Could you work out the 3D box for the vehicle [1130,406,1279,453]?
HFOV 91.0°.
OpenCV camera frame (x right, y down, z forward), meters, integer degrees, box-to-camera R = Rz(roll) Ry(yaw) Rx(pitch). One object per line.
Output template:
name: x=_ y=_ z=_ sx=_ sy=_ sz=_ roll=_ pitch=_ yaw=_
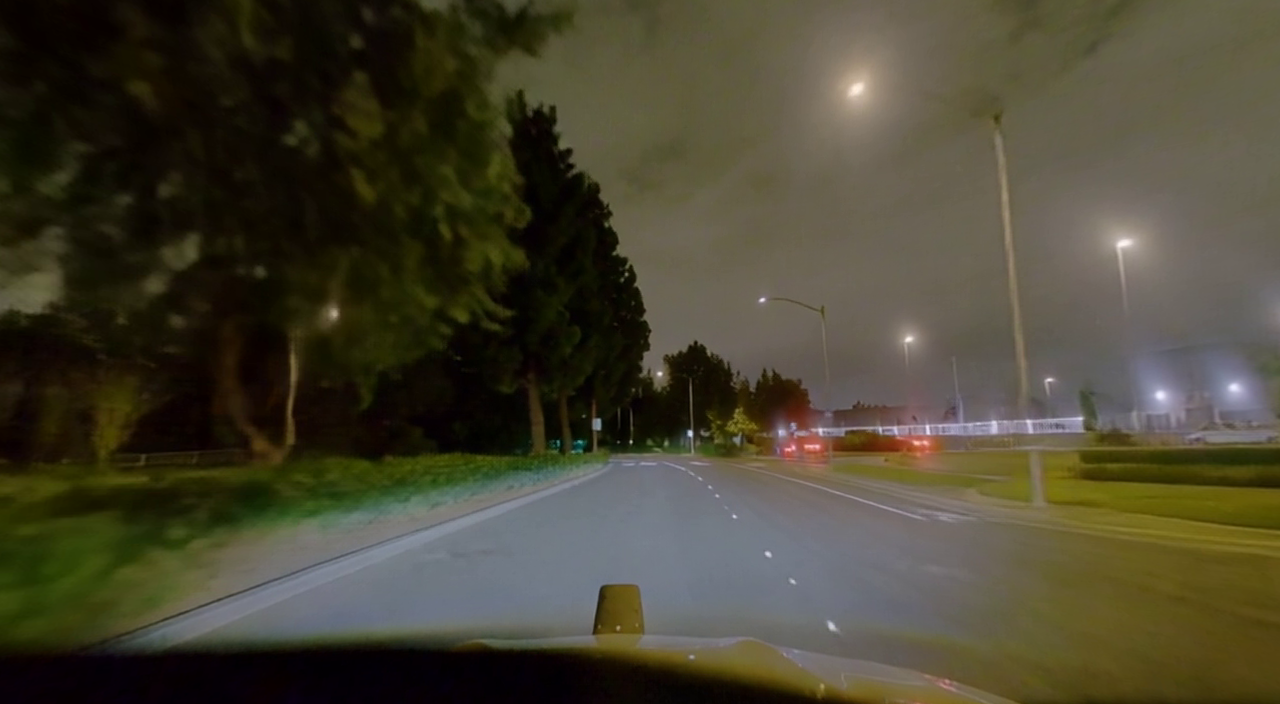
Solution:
vehicle: x=30.109 y=4.102 z=32.727 sx=2.569 sy=2.236 sz=6.684 roll=7 pitch=-11 yaw=-38
